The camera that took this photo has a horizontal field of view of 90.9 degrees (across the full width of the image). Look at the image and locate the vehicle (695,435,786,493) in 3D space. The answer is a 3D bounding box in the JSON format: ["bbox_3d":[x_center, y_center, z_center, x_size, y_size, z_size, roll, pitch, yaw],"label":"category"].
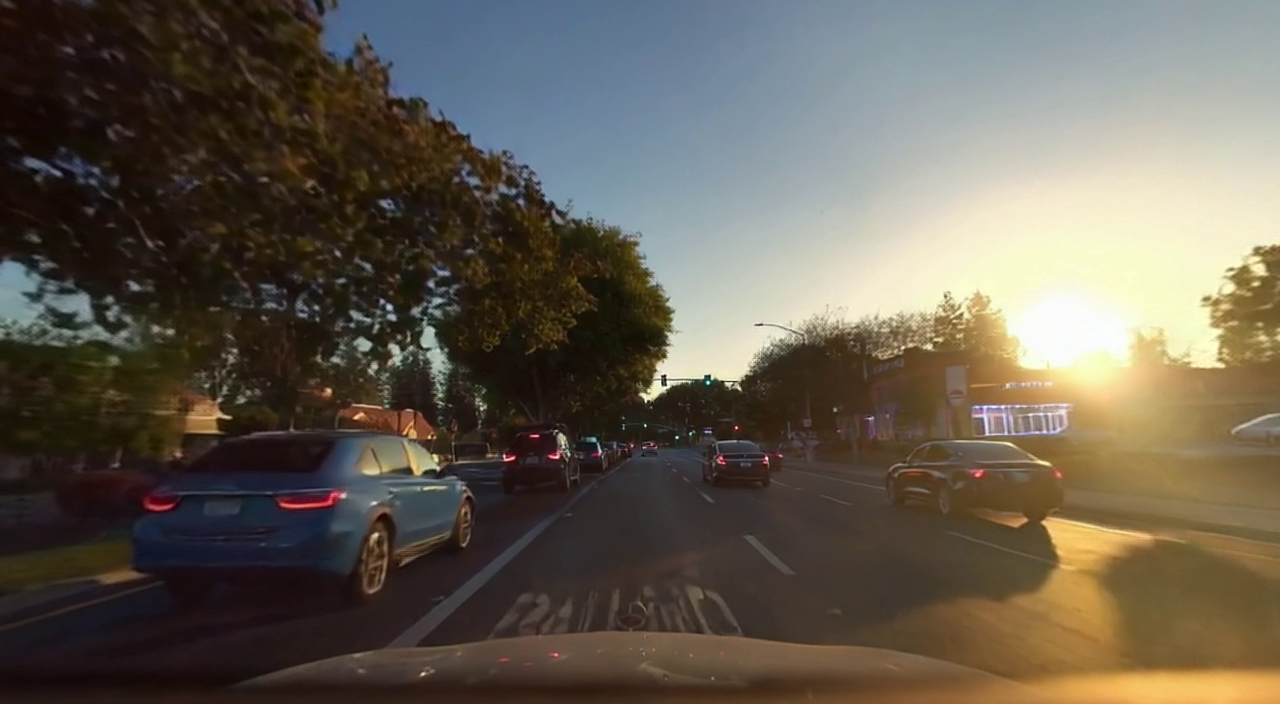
[{"bbox_3d":[2.832,3.266,18.737,2.004,1.512,4.206,0,-9,0],"label":"vehicle"}]

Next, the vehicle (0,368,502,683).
[{"bbox_3d":[-2.849,1.281,5.723,2.141,1.719,4.379,0,-9,1],"label":"vehicle"}]

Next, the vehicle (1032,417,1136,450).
[{"bbox_3d":[29.745,5.551,42.381,2.209,1.864,5.044,2,-11,-28],"label":"vehicle"}]

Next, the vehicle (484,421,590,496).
[{"bbox_3d":[-2.662,2.905,17.466,2.117,1.799,4.442,0,-9,1],"label":"vehicle"}]

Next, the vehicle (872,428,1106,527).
[{"bbox_3d":[6.372,2.337,12.334,1.881,1.540,4.750,0,-9,0],"label":"vehicle"}]

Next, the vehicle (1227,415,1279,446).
[{"bbox_3d":[30.913,3.900,30.928,1.787,1.423,4.347,-5,-10,26],"label":"vehicle"}]
